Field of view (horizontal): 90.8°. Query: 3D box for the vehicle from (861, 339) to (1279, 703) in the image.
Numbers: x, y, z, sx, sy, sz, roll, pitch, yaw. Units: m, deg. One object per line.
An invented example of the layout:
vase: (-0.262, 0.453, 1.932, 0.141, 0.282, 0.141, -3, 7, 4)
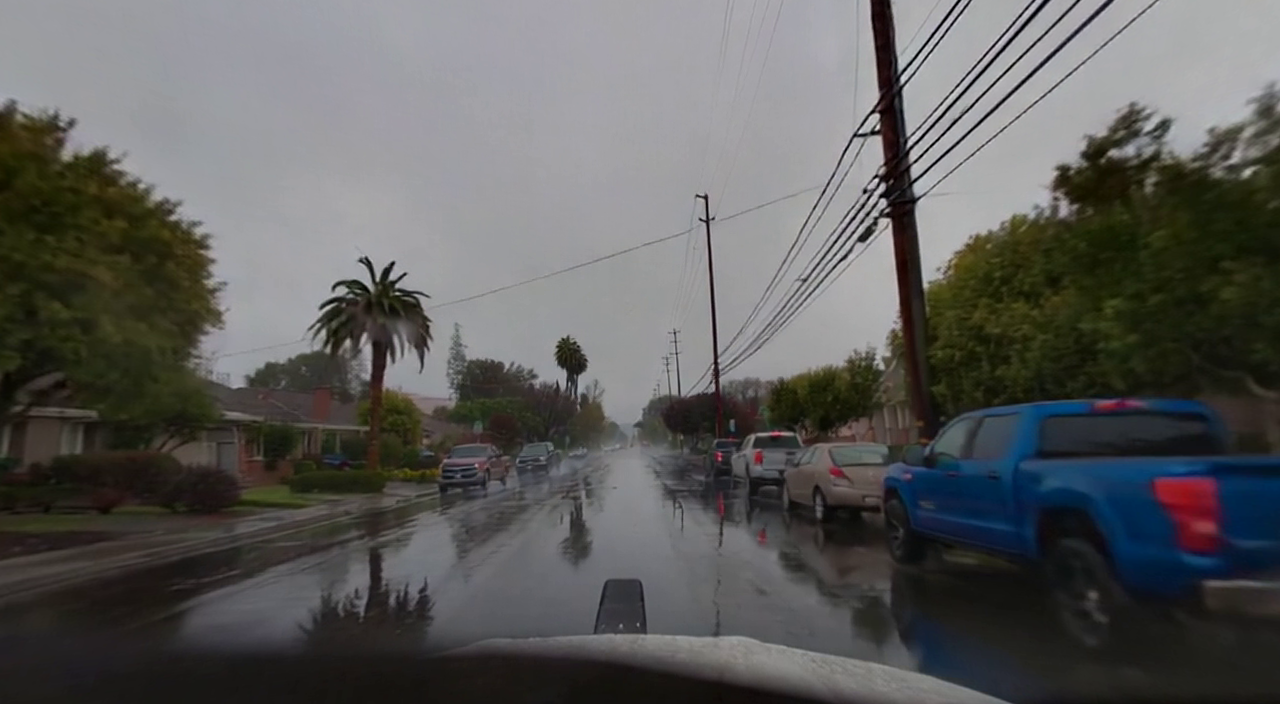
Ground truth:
vehicle: (3.540, 1.150, 4.979, 2.012, 1.777, 4.505, 0, -8, 1)

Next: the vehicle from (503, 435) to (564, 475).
vehicle: (-5.886, 5.810, 35.785, 2.455, 2.045, 6.171, 0, -8, 0)

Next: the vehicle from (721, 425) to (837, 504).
vehicle: (3.420, 2.882, 16.550, 1.979, 1.762, 4.621, 0, -8, 0)

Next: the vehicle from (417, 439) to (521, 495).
vehicle: (-5.879, 4.009, 22.484, 2.226, 1.768, 4.780, 0, -8, 2)
